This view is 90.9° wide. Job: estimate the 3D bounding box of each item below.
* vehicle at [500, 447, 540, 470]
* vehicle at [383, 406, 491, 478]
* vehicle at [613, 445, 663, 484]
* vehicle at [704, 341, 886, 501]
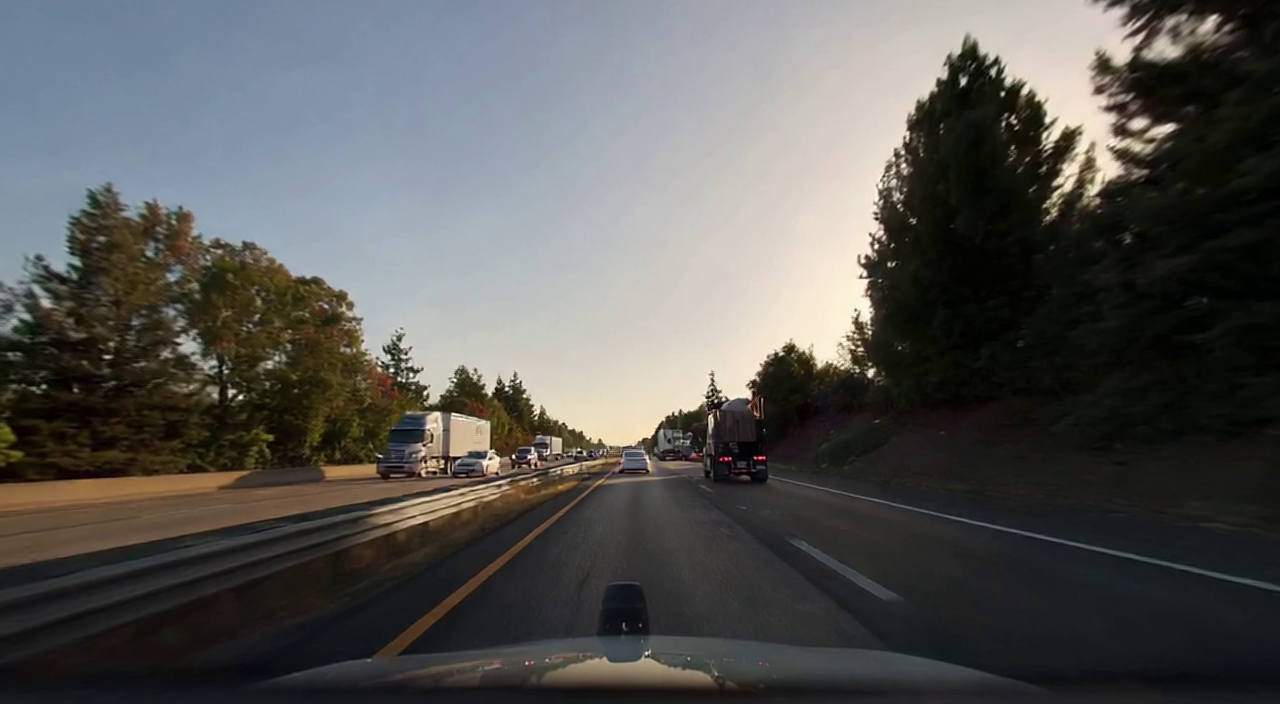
[{"bbox_3d":[-8.663,7.704,45.723,1.993,1.515,4.232,0,-9,1],"label":"vehicle"},{"bbox_3d":[-13.260,6.253,43.062,2.880,4.084,13.982,0,-9,0],"label":"vehicle"},{"bbox_3d":[-0.077,4.633,26.210,1.939,1.495,3.612,0,-9,0],"label":"vehicle"},{"bbox_3d":[4.638,2.803,23.066,2.842,4.060,13.939,0,-9,-1],"label":"vehicle"}]
